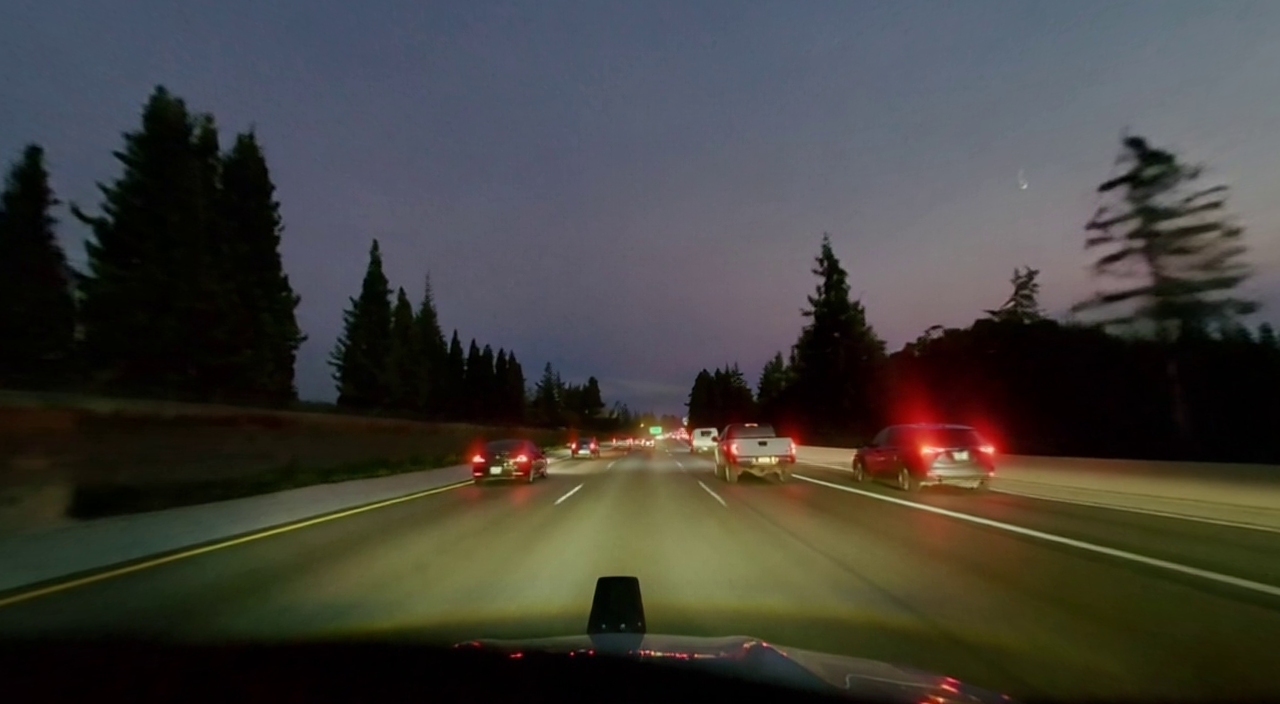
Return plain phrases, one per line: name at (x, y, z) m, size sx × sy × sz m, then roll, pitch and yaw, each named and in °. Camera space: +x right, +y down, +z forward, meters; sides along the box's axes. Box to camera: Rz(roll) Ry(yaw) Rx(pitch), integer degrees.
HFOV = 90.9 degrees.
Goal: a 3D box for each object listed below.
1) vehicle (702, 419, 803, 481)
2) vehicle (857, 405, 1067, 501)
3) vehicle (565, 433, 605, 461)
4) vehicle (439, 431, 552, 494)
vehicle at (3.800, 3.479, 22.612) m, size 2.517 × 1.935 × 5.552 m, roll 0°, pitch -8°, yaw -1°
vehicle at (7.674, 2.509, 15.965) m, size 2.291 × 1.968 × 5.662 m, roll 0°, pitch -8°, yaw 0°
vehicle at (-3.341, 5.890, 39.307) m, size 2.020 × 1.628 × 4.248 m, roll 0°, pitch -8°, yaw 2°
vehicle at (-3.708, 2.909, 16.985) m, size 1.978 × 1.473 × 4.073 m, roll 0°, pitch -8°, yaw 1°
